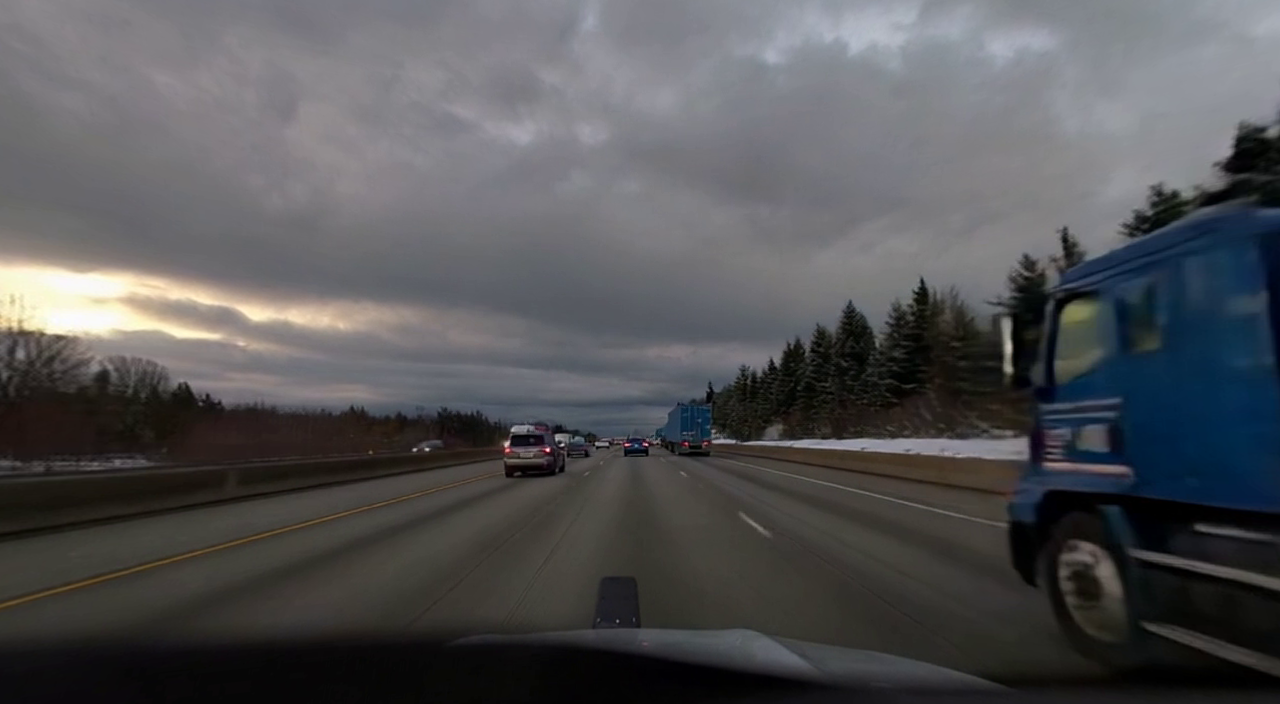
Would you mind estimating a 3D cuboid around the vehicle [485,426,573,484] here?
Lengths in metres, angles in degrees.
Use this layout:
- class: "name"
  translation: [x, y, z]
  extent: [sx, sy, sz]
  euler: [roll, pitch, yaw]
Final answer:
- class: "vehicle"
  translation: [-3.505, 3.333, 20.715]
  extent: [2.054, 1.671, 4.445]
  euler: [0, -8, 0]

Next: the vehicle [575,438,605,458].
- class: "vehicle"
  translation: [-3.862, 7.465, 49.095]
  extent: [2.021, 1.514, 4.190]
  euler: [0, -8, 0]

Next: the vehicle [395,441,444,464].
- class: "vehicle"
  translation: [-15.563, 7.106, 44.590]
  extent: [1.862, 1.529, 4.419]
  euler: [0, -8, 0]

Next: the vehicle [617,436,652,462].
- class: "vehicle"
  translation: [-0.382, 6.192, 40.384]
  extent: [2.088, 1.567, 4.240]
  euler: [0, -8, -1]
